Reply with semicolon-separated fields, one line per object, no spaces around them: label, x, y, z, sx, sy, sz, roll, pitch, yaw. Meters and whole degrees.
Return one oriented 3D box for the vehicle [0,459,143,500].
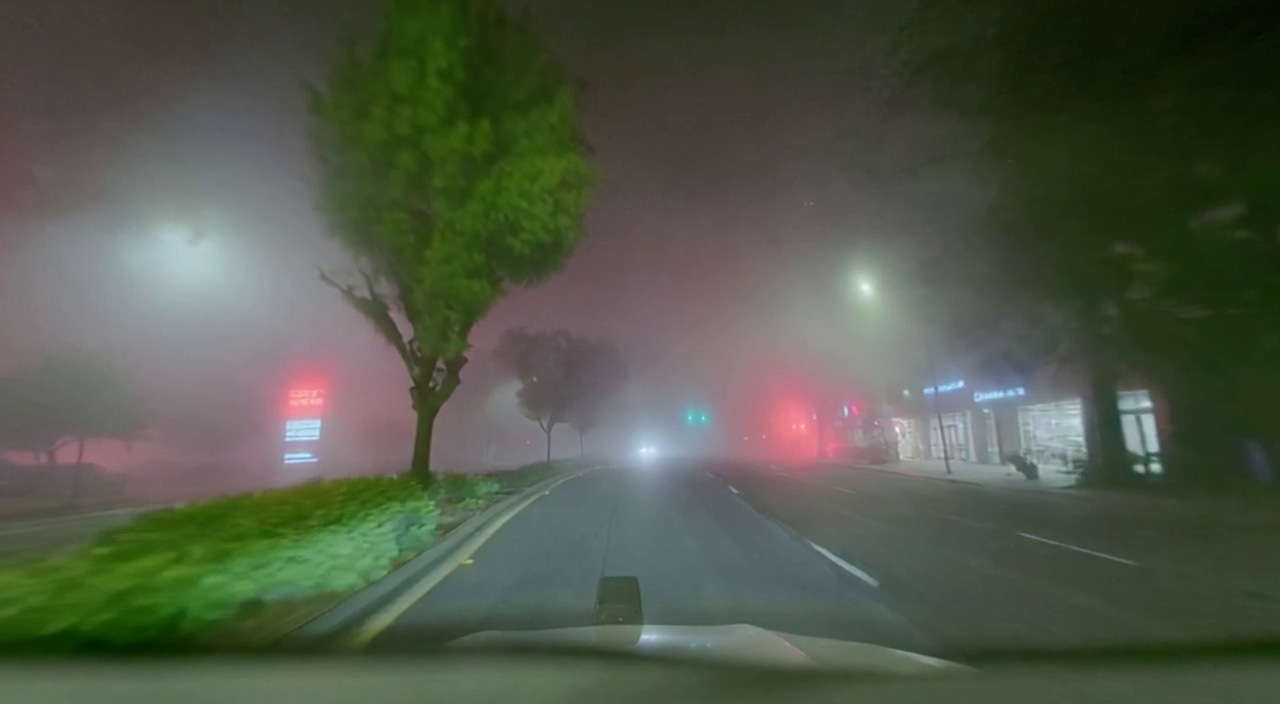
vehicle;-24.289;5.422;27.187;1.908;1.502;4.584;0;-8;2
